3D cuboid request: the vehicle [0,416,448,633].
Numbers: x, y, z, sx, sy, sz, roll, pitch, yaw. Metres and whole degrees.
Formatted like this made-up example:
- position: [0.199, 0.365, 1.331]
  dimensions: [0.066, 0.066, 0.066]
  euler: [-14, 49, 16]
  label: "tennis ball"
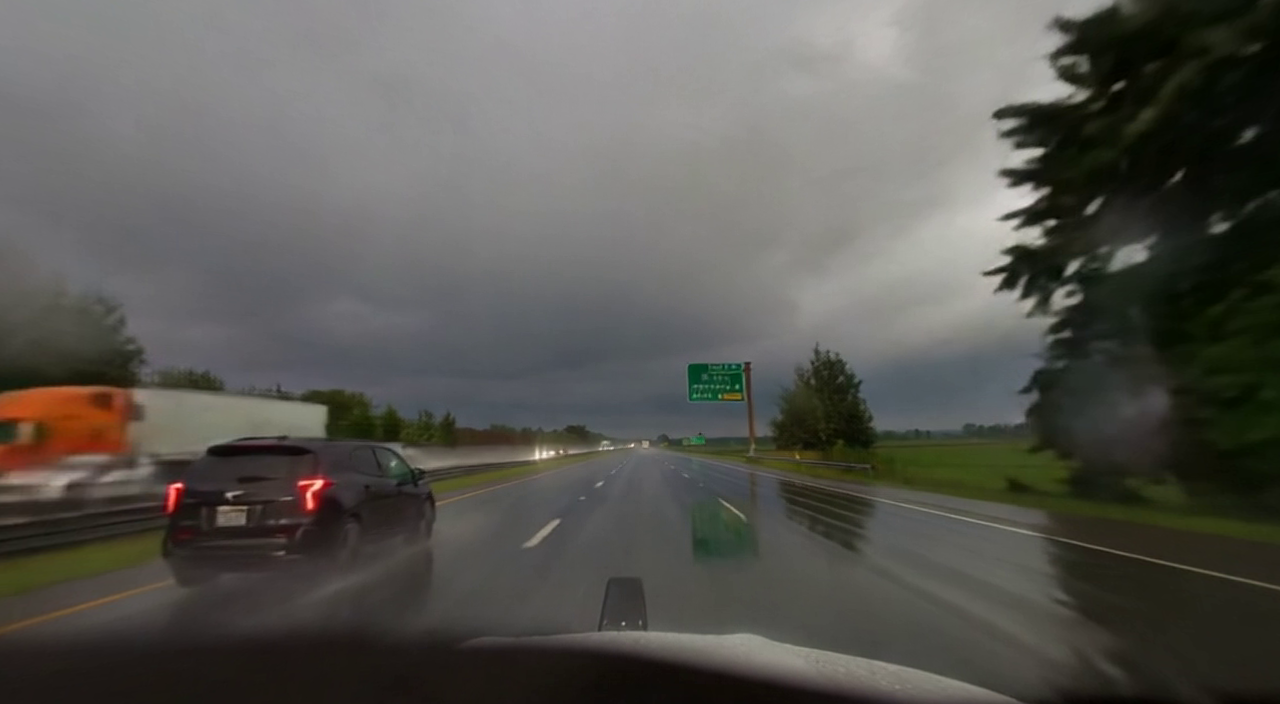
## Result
- position: [-3.535, 1.522, 6.484]
  dimensions: [1.815, 1.500, 4.036]
  euler: [0, -9, 0]
  label: "vehicle"
